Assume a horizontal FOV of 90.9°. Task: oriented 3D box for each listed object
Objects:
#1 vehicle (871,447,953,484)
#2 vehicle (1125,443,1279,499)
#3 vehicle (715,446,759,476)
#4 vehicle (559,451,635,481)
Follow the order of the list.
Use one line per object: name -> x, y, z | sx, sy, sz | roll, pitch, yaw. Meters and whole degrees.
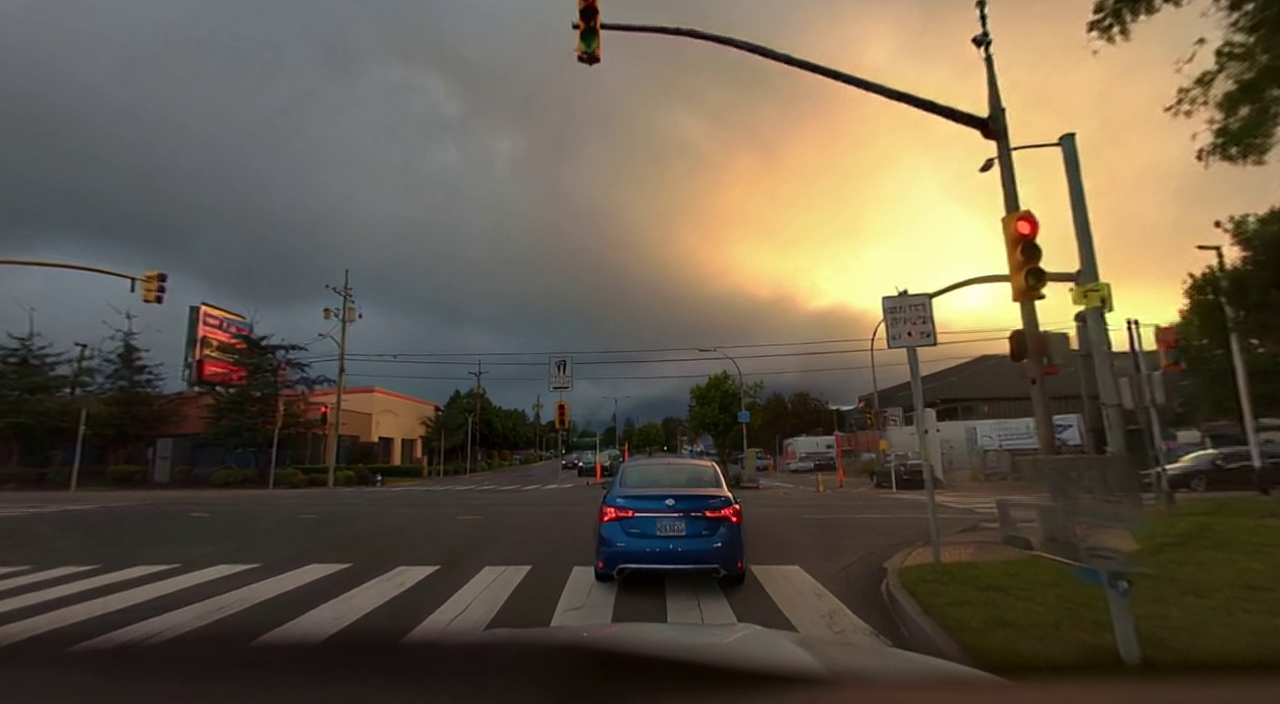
vehicle -> 12.392, 5.298, 29.007 | 1.922, 1.529, 3.964 | 0, -12, -1
vehicle -> 16.813, 3.420, 18.336 | 3.876, 1.512, 1.784 | 0, -8, -1
vehicle -> 6.898, 7.729, 44.886 | 1.491, 2.041, 2.964 | 5, -10, -31
vehicle -> -2.473, 6.537, 36.325 | 3.991, 1.526, 1.868 | -5, -9, 31
